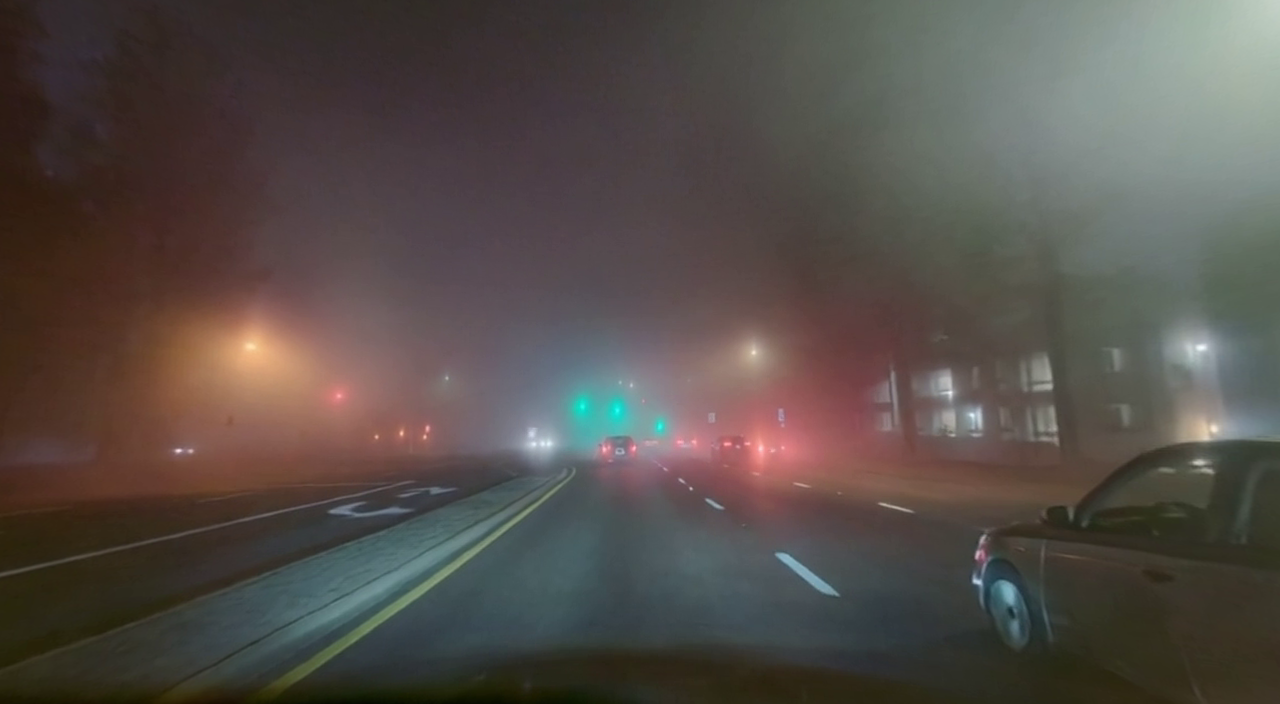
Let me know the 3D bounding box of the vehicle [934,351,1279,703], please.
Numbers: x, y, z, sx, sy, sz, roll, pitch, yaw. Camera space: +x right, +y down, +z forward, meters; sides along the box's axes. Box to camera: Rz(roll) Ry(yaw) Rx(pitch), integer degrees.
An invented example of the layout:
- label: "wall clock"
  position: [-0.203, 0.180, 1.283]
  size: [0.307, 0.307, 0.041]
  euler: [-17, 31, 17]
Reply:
- label: "vehicle"
  position: [3.461, 0.887, 2.901]
  size: [1.893, 1.664, 4.670]
  euler: [0, -8, -1]

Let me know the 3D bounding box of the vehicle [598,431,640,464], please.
- label: "vehicle"
  position: [-1.181, 5.063, 33.780]
  size: [2.101, 1.641, 4.341]
  euler: [0, -8, -4]

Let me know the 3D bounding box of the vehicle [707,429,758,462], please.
- label: "vehicle"
  position: [5.702, 5.836, 39.605]
  size: [2.052, 1.886, 5.297]
  euler: [0, -8, -4]
